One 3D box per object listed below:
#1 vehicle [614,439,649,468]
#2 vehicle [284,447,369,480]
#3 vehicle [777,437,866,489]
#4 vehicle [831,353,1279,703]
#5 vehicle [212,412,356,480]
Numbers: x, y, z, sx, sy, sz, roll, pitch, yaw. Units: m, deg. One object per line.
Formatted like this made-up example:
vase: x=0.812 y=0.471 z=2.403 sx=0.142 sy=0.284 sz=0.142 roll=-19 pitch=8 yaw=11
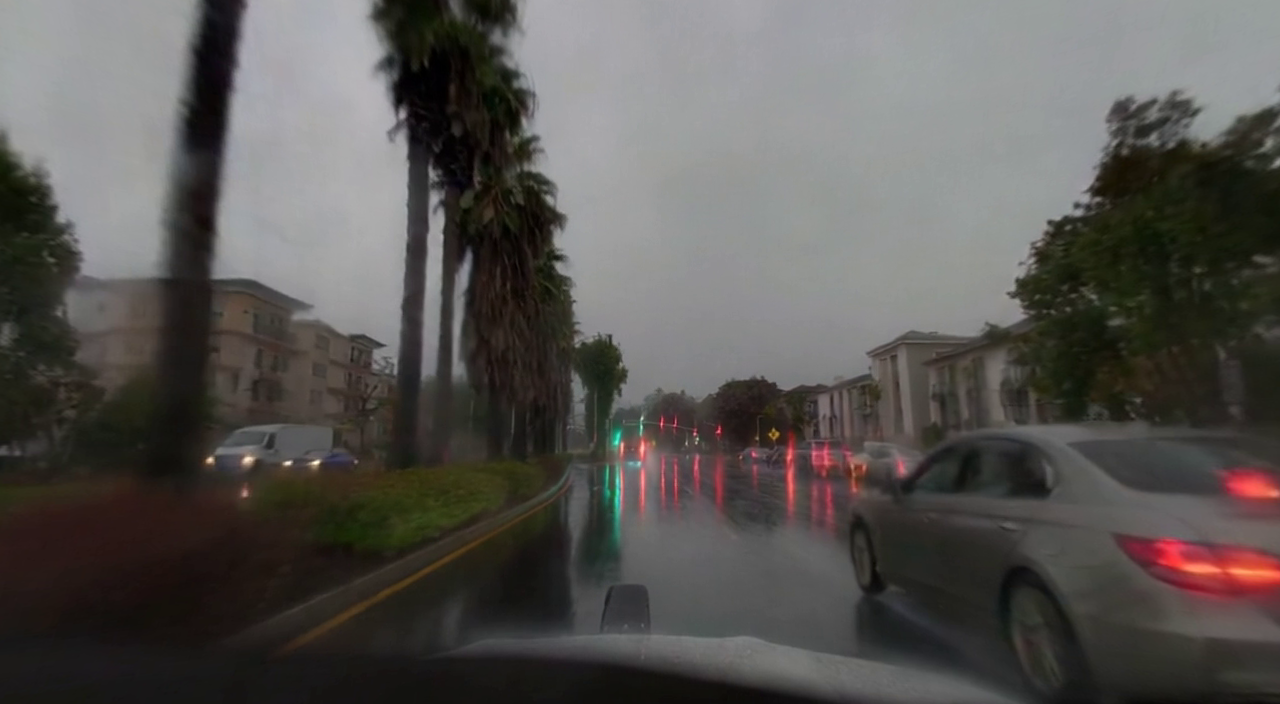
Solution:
vehicle: x=-0.541 y=6.446 z=40.229 sx=2.087 sy=1.709 sz=4.076 roll=0 pitch=-9 yaw=0
vehicle: x=-15.482 y=5.506 z=31.414 sx=1.783 sy=1.477 sz=4.624 roll=0 pitch=-9 yaw=1
vehicle: x=6.393 y=3.944 z=22.717 sx=1.858 sy=1.653 sz=4.194 roll=0 pitch=-9 yaw=-1
vehicle: x=2.973 y=1.133 z=4.208 sx=2.009 sy=1.639 sz=4.267 roll=0 pitch=-9 yaw=-1
vehicle: x=-18.988 y=5.159 z=34.478 sx=2.933 sy=3.159 sz=8.124 roll=-2 pitch=-9 yaw=2
